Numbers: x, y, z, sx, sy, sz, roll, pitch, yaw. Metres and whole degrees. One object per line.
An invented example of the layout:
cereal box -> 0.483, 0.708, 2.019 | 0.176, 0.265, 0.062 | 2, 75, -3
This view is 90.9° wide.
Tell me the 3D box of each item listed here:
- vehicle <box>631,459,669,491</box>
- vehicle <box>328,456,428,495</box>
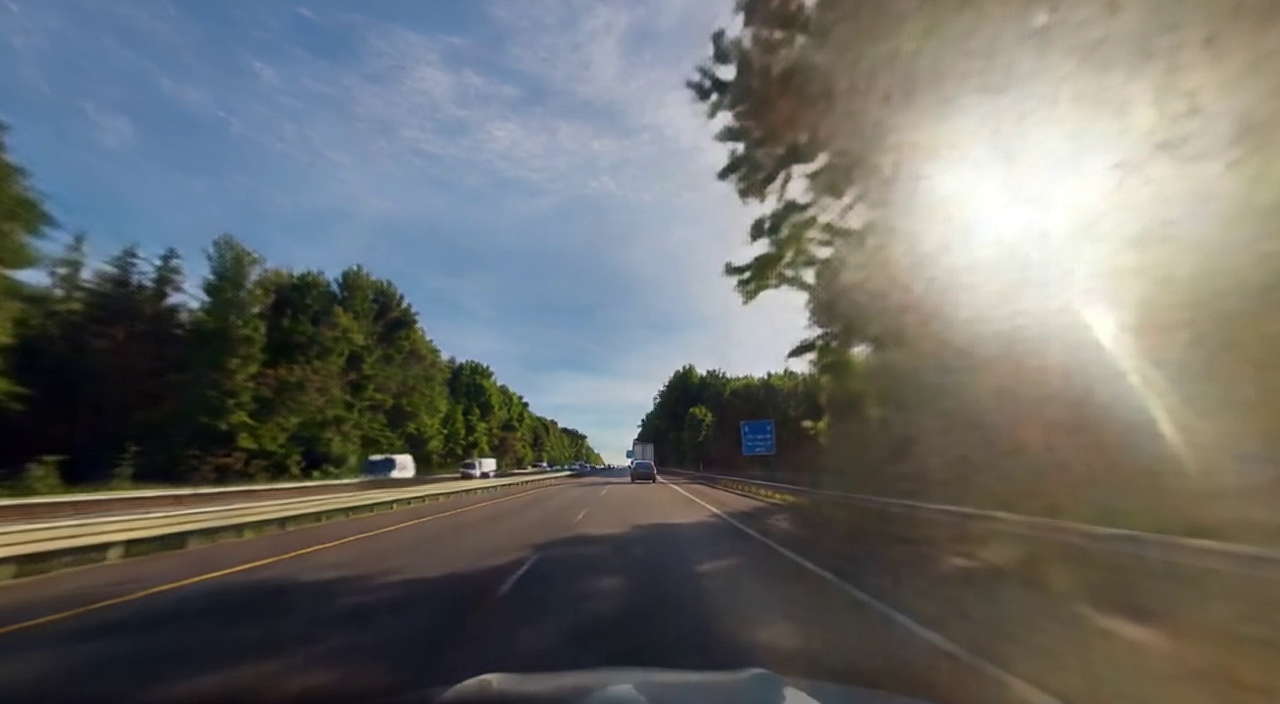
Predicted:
vehicle -> 0.548, 6.966, 35.802 | 2.048, 1.663, 4.377 | 1, -10, 0
vehicle -> -11.654, 5.558, 28.602 | 1.916, 1.535, 5.991 | 1, -10, 1
